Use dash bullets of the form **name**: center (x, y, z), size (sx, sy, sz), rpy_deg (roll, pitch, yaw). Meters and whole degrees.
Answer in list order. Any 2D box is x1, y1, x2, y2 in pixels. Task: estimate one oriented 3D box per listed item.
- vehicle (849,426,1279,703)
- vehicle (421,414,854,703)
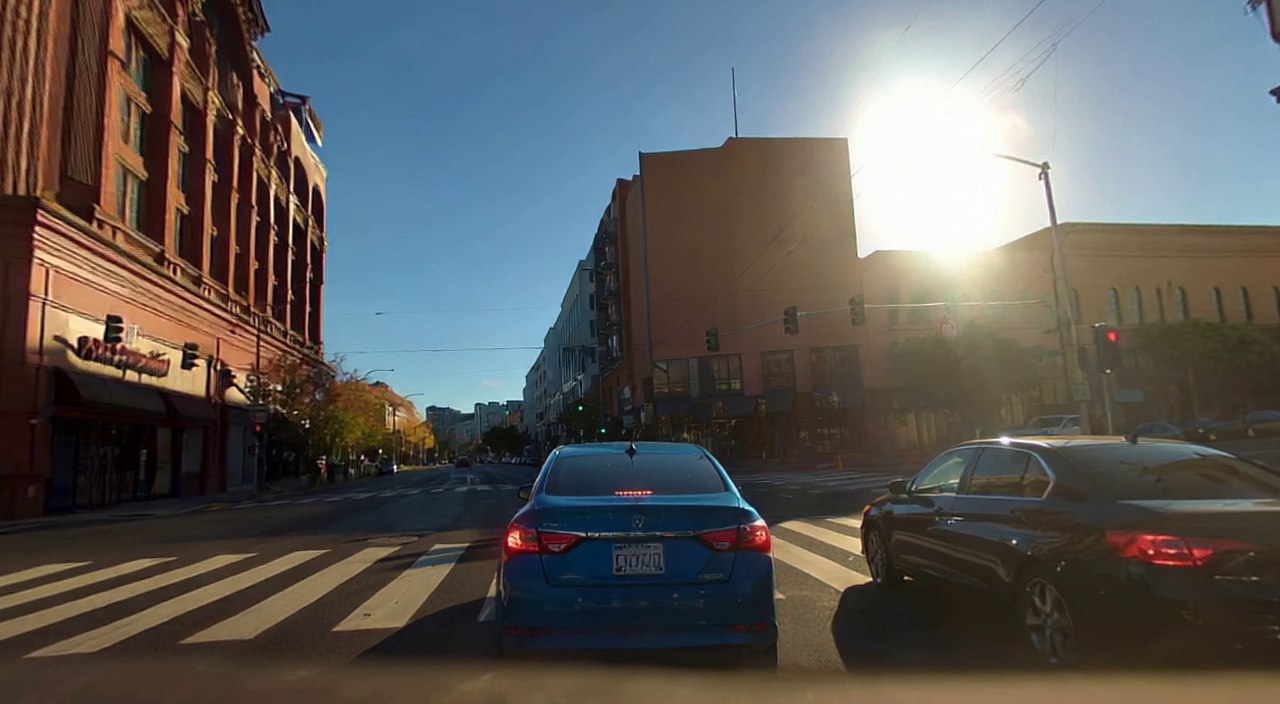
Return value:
- **vehicle**: center (3.353, 1.377, 5.083), size (1.860, 1.430, 4.089), rpy_deg (0, -8, -1)
- **vehicle**: center (-0.045, 1.352, 5.157), size (2.094, 1.481, 4.078), rpy_deg (0, -8, -1)
